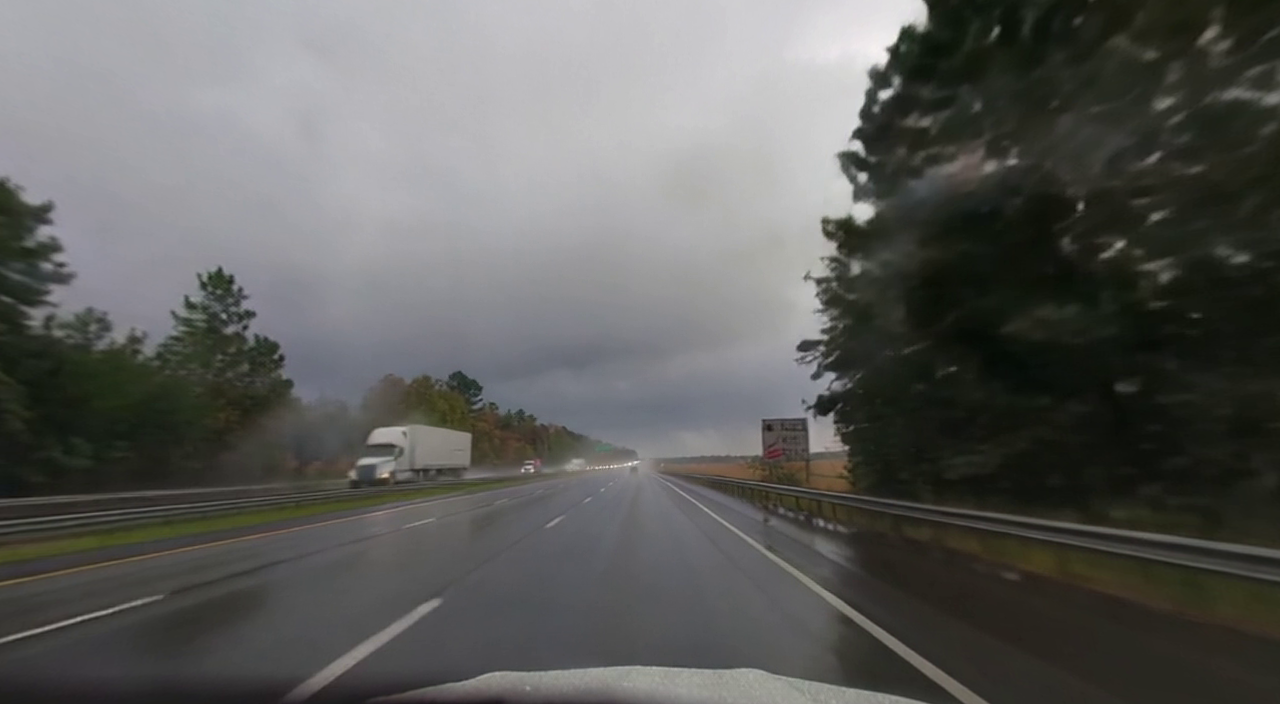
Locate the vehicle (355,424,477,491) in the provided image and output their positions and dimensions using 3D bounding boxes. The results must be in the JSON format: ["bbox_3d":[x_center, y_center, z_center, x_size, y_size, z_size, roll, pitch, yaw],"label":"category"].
[{"bbox_3d":[-16.170,8.096,47.787,3.208,4.122,16.588,1,-10,0],"label":"vehicle"}]
